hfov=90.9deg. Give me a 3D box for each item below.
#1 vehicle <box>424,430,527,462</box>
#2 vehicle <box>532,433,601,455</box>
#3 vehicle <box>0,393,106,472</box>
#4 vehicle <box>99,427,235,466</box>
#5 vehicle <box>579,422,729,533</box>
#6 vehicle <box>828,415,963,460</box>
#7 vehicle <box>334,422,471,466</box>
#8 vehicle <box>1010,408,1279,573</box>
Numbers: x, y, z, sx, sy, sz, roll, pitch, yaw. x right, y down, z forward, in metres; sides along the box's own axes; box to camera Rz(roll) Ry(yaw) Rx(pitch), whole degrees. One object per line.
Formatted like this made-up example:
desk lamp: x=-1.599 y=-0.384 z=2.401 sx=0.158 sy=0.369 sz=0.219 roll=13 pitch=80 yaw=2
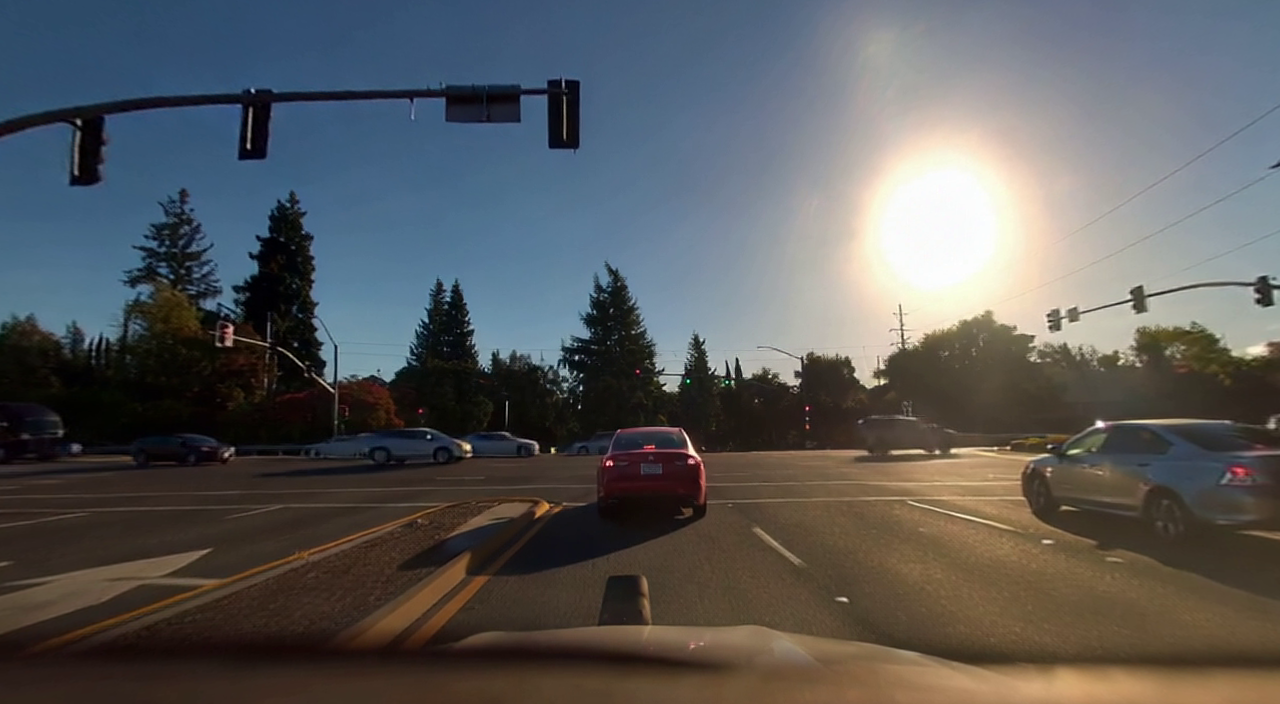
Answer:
vehicle: x=-7.790 y=4.484 z=30.152 sx=4.399 sy=1.445 sz=1.769 roll=-1 pitch=-8 yaw=3
vehicle: x=-4.932 y=6.257 z=42.856 sx=4.507 sy=1.440 sz=1.736 roll=0 pitch=-8 yaw=-1
vehicle: x=-29.180 y=3.447 z=26.596 sx=10.544 sy=3.126 sz=2.909 roll=0 pitch=-8 yaw=0
vehicle: x=-22.442 y=4.509 z=30.078 sx=4.833 sy=1.784 sz=2.027 roll=0 pitch=-8 yaw=1
vehicle: x=0.141 y=1.985 z=10.546 sx=2.041 sy=1.485 sz=3.813 roll=0 pitch=-8 yaw=-1
vehicle: x=10.662 y=3.605 z=26.606 sx=4.786 sy=1.803 sz=1.967 roll=0 pitch=-8 yaw=0
vehicle: x=-9.899 y=3.883 z=26.556 sx=4.921 sy=1.757 sz=2.036 roll=-1 pitch=-8 yaw=2
vehicle: x=7.108 y=1.646 z=8.247 sx=1.901 sy=1.577 sz=4.348 roll=0 pitch=-8 yaw=0
